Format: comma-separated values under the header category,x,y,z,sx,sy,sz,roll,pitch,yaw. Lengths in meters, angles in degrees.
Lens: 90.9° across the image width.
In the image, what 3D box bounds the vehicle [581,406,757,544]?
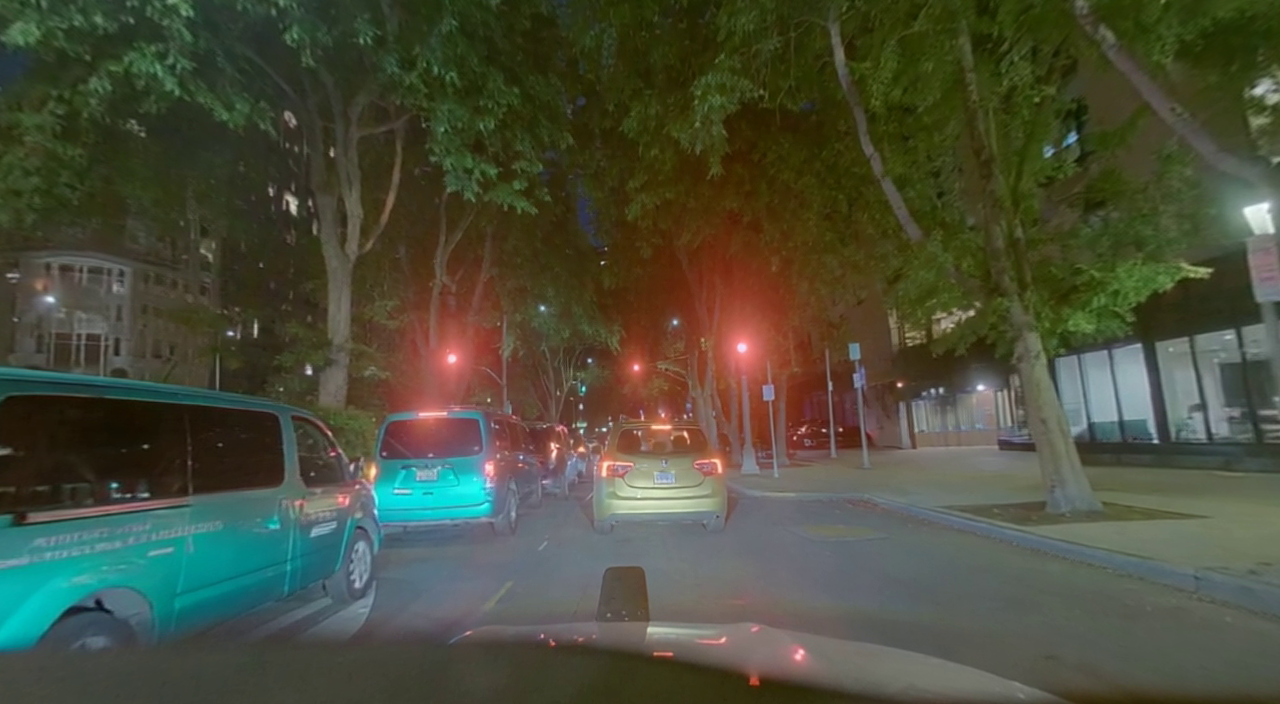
category,x,y,z,sx,sy,sz,roll,pitch,yaw
vehicle,0.375,1.844,9.976,2.205,1.727,3.917,0,-8,0

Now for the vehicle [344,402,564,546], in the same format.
category,x,y,z,sx,sy,sz,roll,pitch,yaw
vehicle,-2.641,1.882,10.330,2.124,1.799,4.587,0,-8,1

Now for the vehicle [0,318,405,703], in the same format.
category,x,y,z,sx,sy,sz,roll,pitch,yaw
vehicle,-3.169,1.012,3.886,1.940,1.722,3.823,0,-8,0
